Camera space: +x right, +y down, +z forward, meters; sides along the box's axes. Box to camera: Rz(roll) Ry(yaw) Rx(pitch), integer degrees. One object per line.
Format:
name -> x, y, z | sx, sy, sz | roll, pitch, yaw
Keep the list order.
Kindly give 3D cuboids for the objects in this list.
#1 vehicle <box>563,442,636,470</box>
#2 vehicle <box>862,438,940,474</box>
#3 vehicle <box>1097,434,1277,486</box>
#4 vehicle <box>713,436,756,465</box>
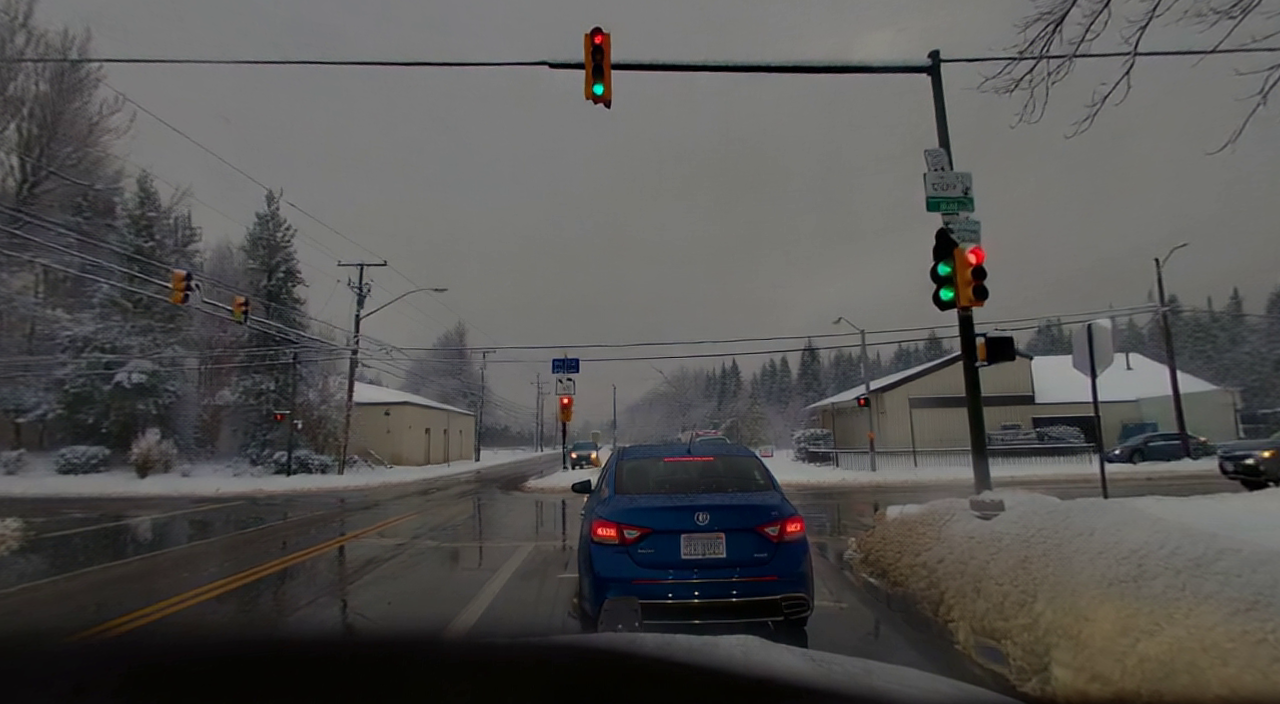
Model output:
vehicle -> -2.438, 6.151, 37.554 | 3.991, 1.526, 1.868 | -4, -9, 30
vehicle -> 12.398, 5.036, 30.252 | 1.922, 1.529, 3.964 | 0, -12, -1
vehicle -> 16.803, 3.321, 19.511 | 3.876, 1.512, 1.784 | 0, -8, -1
vehicle -> 6.912, 7.175, 46.196 | 1.491, 2.041, 2.964 | 6, -9, -33
